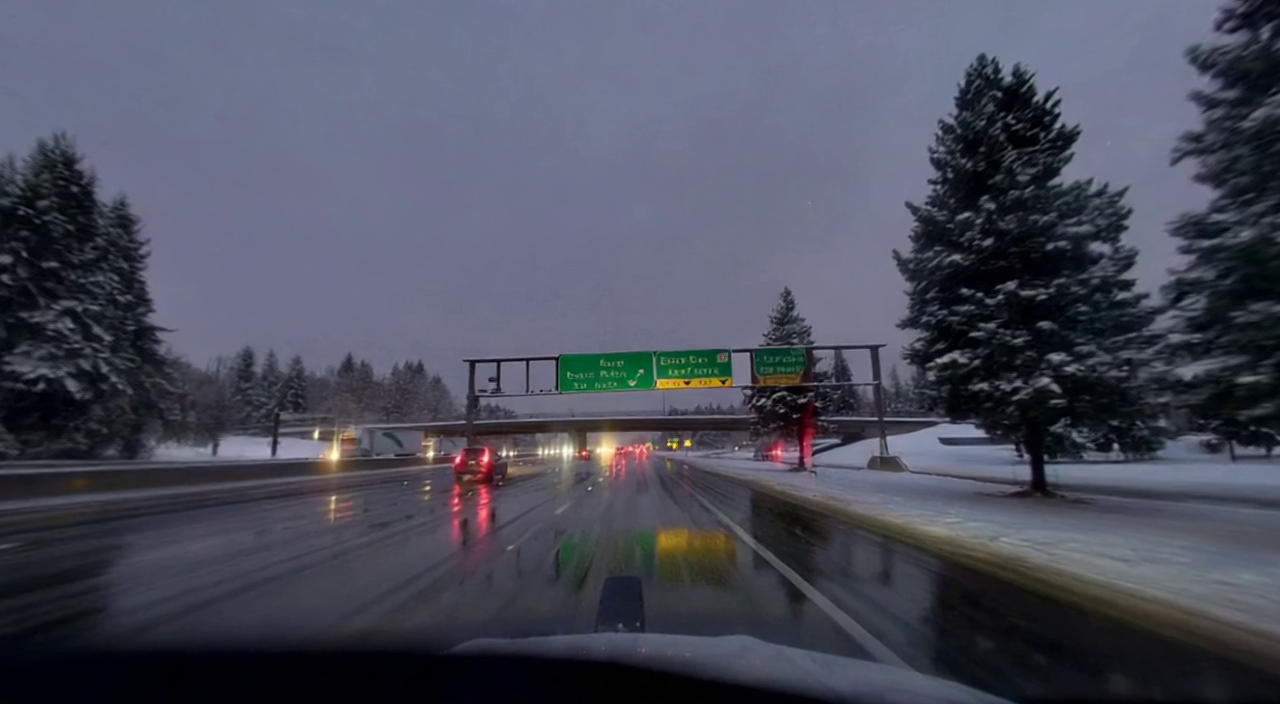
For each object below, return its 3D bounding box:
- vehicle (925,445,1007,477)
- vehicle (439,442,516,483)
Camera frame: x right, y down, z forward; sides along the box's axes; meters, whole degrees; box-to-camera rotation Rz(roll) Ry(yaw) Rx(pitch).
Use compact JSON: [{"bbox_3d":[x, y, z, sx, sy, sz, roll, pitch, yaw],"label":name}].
[{"bbox_3d":[17.692,5.918,34.468,2.012,1.601,4.565,0,-9,0],"label":"vehicle"},{"bbox_3d":[-6.505,4.455,25.688,1.985,1.513,4.172,0,-9,1],"label":"vehicle"}]
